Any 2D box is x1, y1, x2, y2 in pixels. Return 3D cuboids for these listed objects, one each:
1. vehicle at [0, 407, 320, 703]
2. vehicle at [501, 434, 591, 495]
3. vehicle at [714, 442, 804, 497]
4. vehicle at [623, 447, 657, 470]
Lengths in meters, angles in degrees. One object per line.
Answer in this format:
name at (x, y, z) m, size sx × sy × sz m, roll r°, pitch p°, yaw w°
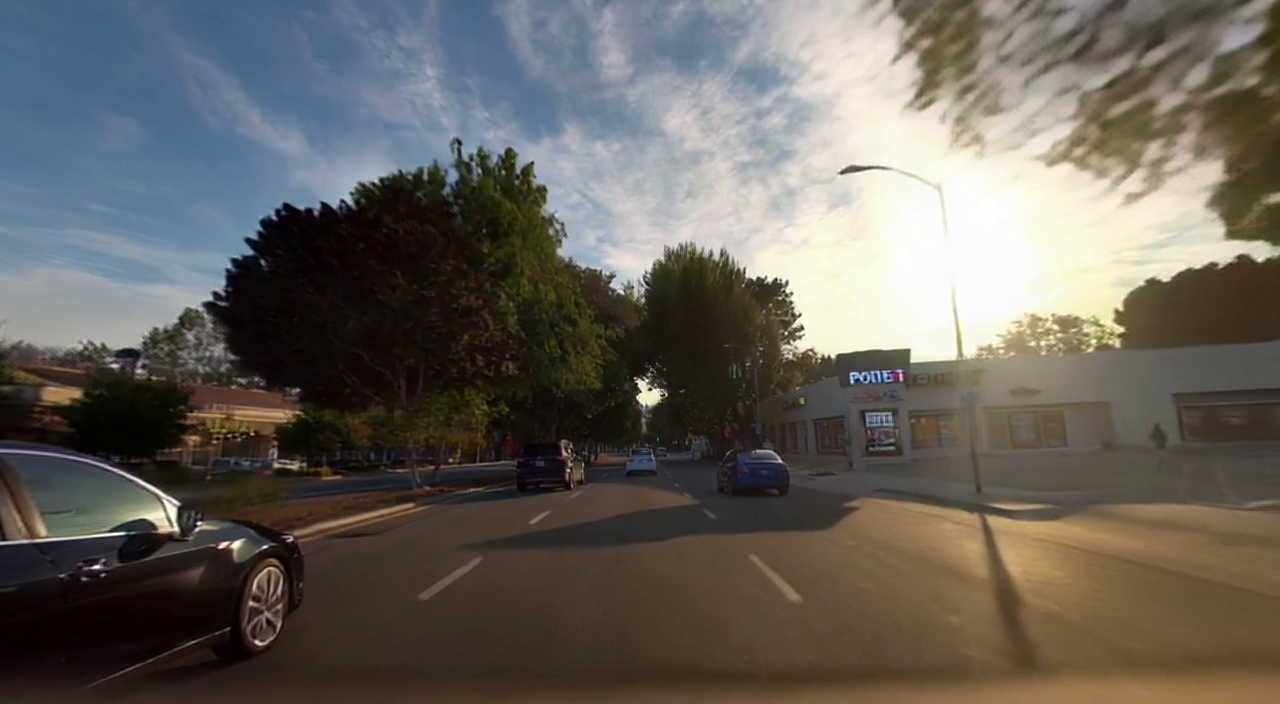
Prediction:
vehicle at (-3.149, 0.876, 1.804) m, size 1.956 × 1.460 × 4.802 m, roll 0°, pitch -9°, yaw 0°
vehicle at (-2.959, 3.660, 20.898) m, size 2.193 × 1.788 × 4.603 m, roll 0°, pitch -9°, yaw 1°
vehicle at (3.531, 3.582, 19.591) m, size 1.904 × 1.490 × 4.299 m, roll 0°, pitch -9°, yaw -1°
vehicle at (0.001, 6.923, 41.172) m, size 2.069 × 1.445 × 3.965 m, roll 0°, pitch -9°, yaw 0°
